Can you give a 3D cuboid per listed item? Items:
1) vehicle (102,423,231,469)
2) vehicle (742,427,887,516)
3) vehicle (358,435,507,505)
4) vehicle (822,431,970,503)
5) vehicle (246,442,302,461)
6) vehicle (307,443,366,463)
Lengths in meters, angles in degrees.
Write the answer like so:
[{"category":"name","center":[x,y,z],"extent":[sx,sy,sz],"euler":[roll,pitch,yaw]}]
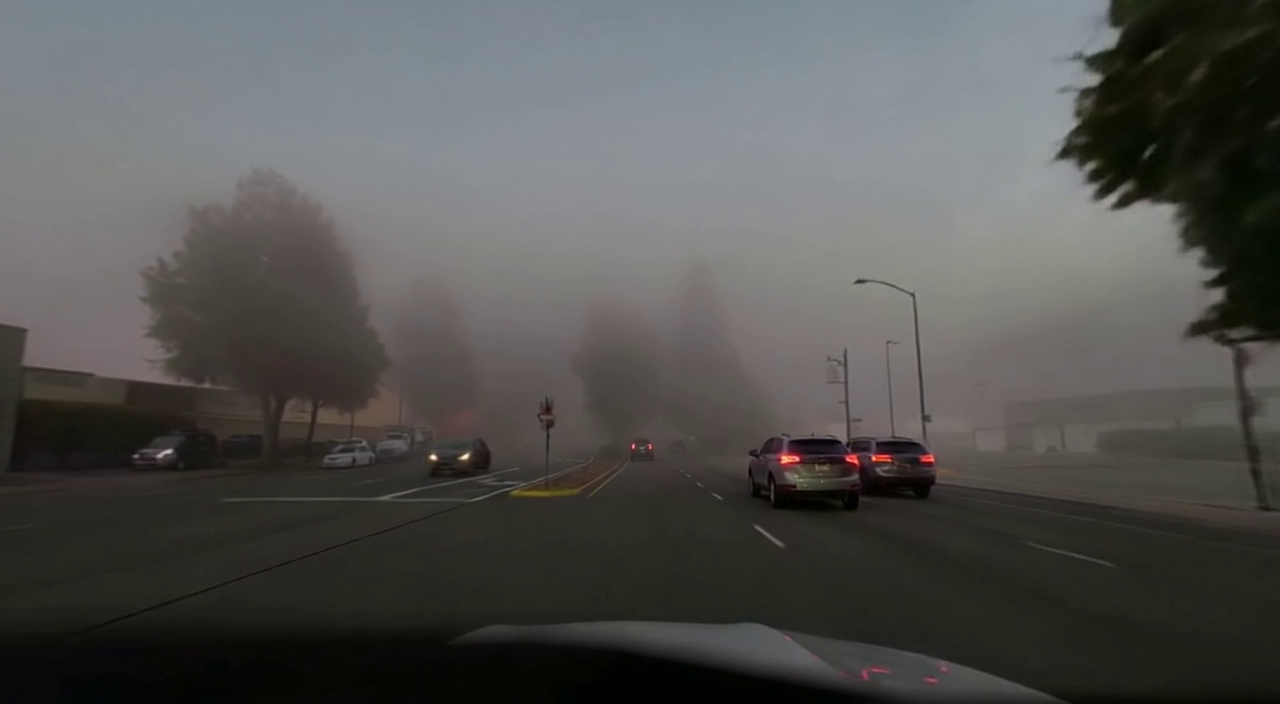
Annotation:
[{"category":"vehicle","center":[-25.008,4.964,33.727],"extent":[2.200,2.170,6.131],"euler":[0,-7,0]},{"category":"vehicle","center":[3.662,2.582,14.052],"extent":[2.072,1.669,3.836],"euler":[0,-9,-1]},{"category":"vehicle","center":[-4.741,2.764,15.270],"extent":[2.084,1.415,4.580],"euler":[0,-9,0]},{"category":"vehicle","center":[6.999,3.198,17.960],"extent":[2.134,1.738,4.833],"euler":[0,-9,-1]},{"category":"vehicle","center":[-27.029,7.355,46.757],"extent":[1.795,1.360,3.780],"euler":[0,-9,2]},{"category":"vehicle","center":[-22.973,7.634,47.940],"extent":[1.824,1.420,4.984],"euler":[0,-9,2]}]
